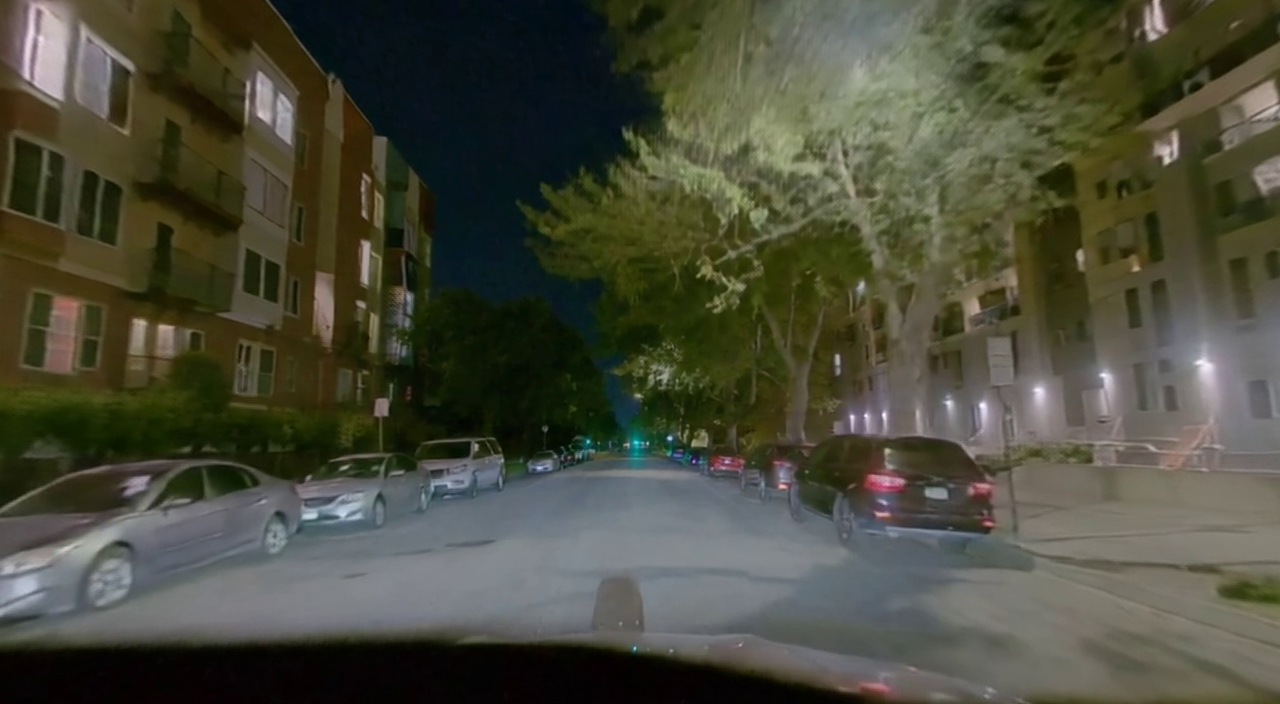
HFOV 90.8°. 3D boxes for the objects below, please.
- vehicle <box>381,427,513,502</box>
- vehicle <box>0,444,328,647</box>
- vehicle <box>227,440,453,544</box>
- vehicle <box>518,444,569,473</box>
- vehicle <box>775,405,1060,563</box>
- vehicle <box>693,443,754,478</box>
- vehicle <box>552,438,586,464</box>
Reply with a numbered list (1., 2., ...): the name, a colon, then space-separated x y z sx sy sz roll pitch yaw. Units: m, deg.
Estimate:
1. vehicle: -5.257 3.157 18.107 2.213 1.825 4.986 0 -9 0
2. vehicle: -5.404 1.759 6.820 1.799 1.440 4.411 -2 -9 1
3. vehicle: -5.346 2.518 12.179 2.026 1.461 4.837 -3 -9 0
4. vehicle: -5.218 5.841 34.833 2.080 1.458 4.511 0 -9 0
5. vehicle: 3.754 1.904 9.870 2.082 1.809 4.998 0 -9 -1
6. vehicle: 3.665 4.865 28.593 1.881 1.460 4.737 1 -9 -3
7. vehicle: -5.335 7.571 48.245 2.069 1.881 4.697 0 -9 0
